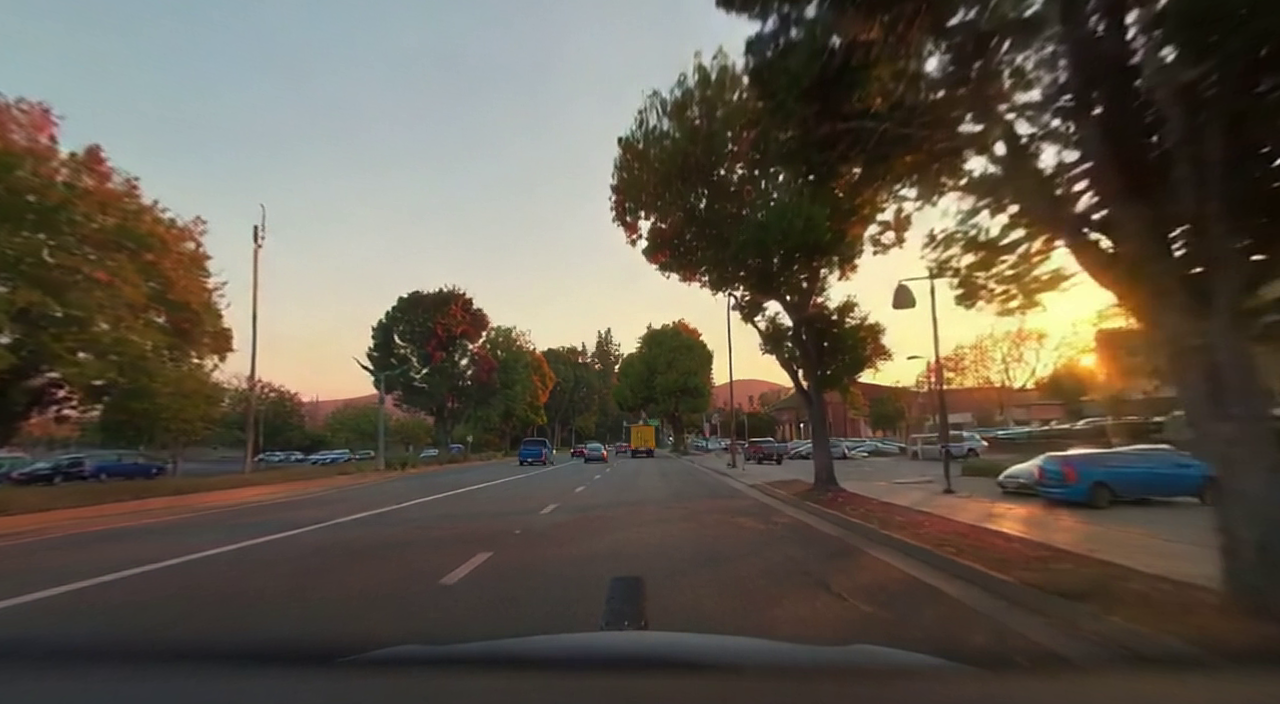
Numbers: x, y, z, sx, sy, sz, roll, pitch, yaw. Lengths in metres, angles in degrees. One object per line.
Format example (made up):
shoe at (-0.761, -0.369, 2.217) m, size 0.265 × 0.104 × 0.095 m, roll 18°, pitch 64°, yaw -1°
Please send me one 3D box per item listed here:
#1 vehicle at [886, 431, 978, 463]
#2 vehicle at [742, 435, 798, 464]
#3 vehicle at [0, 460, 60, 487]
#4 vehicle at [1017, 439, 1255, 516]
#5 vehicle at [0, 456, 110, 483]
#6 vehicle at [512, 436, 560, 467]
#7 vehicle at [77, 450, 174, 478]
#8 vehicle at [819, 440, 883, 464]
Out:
vehicle at (18.762, 6.168, 40.909) m, size 2.211 × 1.880 × 5.847 m, roll 2°, pitch -9°, yaw -12°
vehicle at (8.407, 6.349, 41.190) m, size 2.057 × 1.750 × 4.679 m, roll 1°, pitch -9°, yaw -9°
vehicle at (-33.911, 6.490, 33.743) m, size 3.913 × 1.329 × 1.824 m, roll 0°, pitch -8°, yaw 1°
vehicle at (13.859, 3.504, 17.900) m, size 4.812 × 1.825 × 2.073 m, roll -3°, pitch -9°, yaw 2°
vehicle at (-33.558, 6.716, 36.125) m, size 4.607 × 1.474 × 1.960 m, roll 0°, pitch -8°, yaw 1°
vehicle at (-6.690, 6.466, 41.182) m, size 2.149 × 1.893 × 5.187 m, roll 0°, pitch -8°, yaw 2°
vehicle at (-34.025, 7.377, 41.780) m, size 4.555 × 1.761 × 2.039 m, roll 0°, pitch -8°, yaw 0°
vehicle at (13.672, 6.503, 41.117) m, size 1.944 × 1.476 × 4.483 m, roll 1°, pitch -9°, yaw -11°
